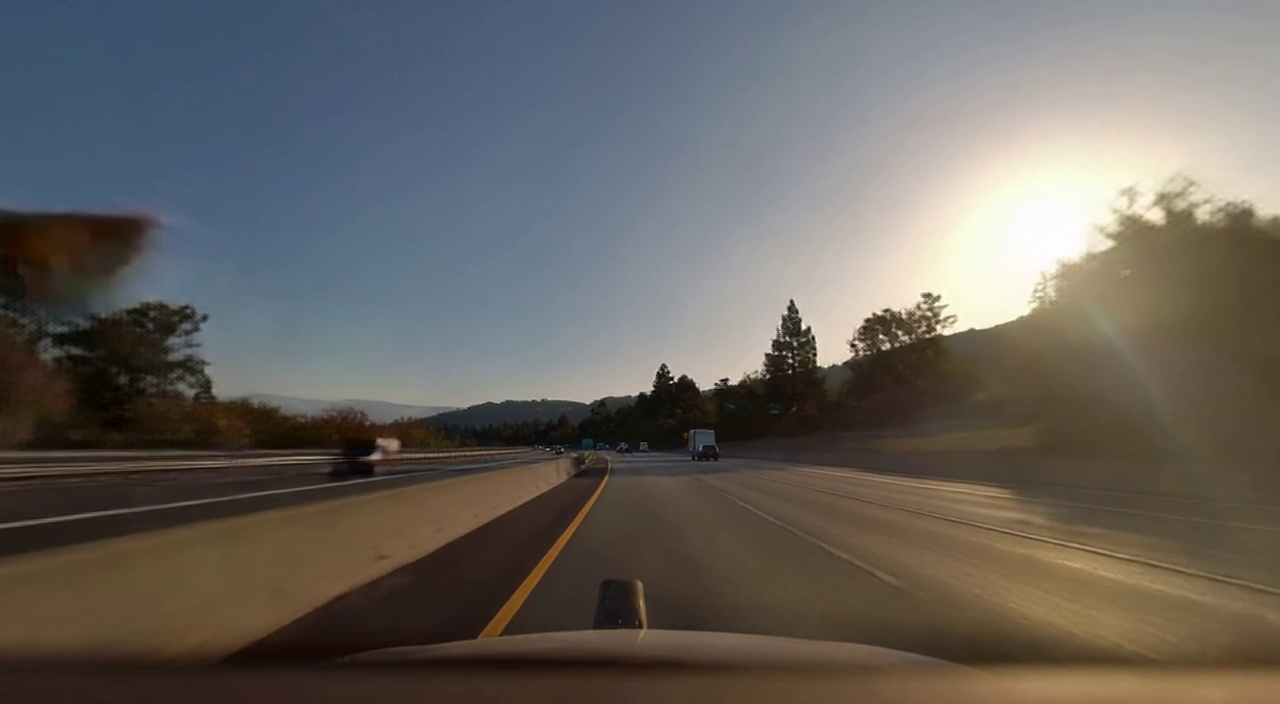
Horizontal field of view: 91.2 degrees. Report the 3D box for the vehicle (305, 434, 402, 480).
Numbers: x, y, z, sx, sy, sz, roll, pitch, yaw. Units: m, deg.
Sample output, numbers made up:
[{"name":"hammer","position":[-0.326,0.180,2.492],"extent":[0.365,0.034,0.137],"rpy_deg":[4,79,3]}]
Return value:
[{"name":"vehicle","position":[-12.073,4.442,26.779],"extent":[2.106,1.766,4.400],"rpy_deg":[0,-9,-1]}]
